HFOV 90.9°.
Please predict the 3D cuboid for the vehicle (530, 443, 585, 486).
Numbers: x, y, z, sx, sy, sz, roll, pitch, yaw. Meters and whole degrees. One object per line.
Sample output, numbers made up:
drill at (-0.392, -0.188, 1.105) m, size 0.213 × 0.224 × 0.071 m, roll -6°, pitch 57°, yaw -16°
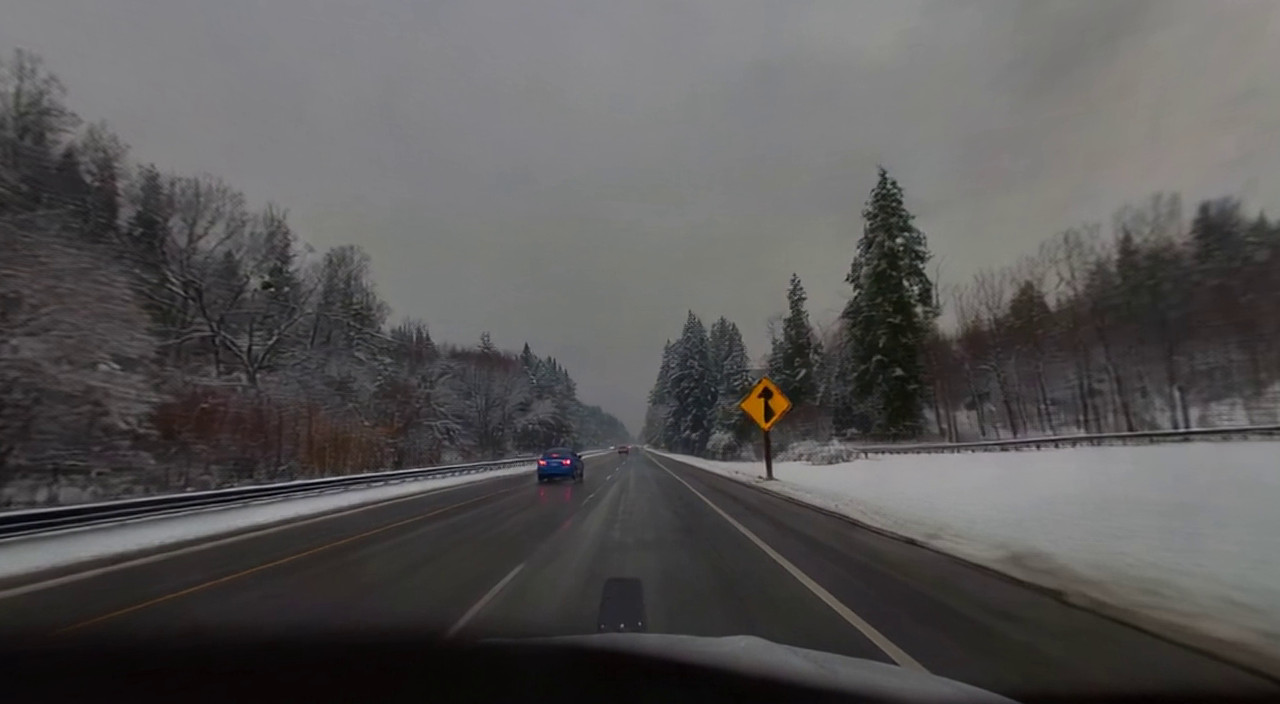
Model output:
vehicle at (-3.178, 4.403, 24.912) m, size 1.675 × 1.537 × 3.574 m, roll 0°, pitch -9°, yaw 1°
